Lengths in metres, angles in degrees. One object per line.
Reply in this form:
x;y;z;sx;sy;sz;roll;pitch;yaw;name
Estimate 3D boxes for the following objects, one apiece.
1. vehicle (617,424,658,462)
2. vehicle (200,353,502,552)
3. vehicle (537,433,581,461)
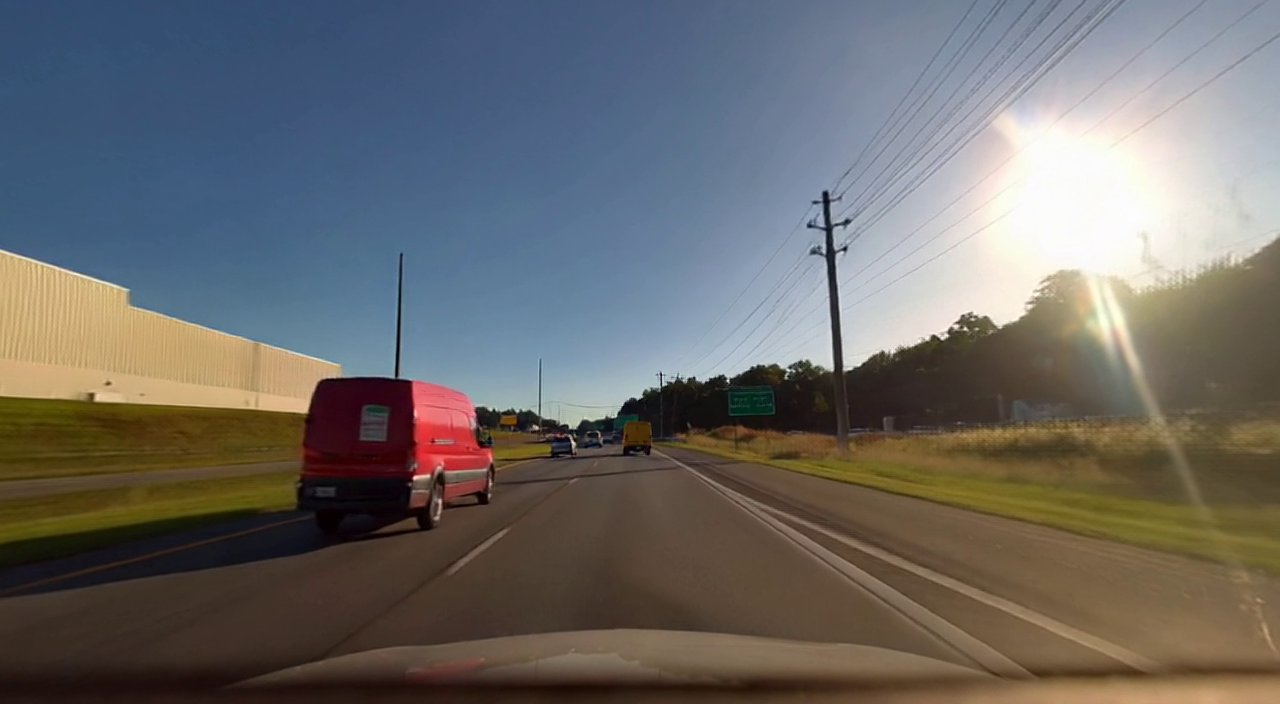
-0.170;5.229;36.283;2.213;1.997;4.456;0;-8;-1;vehicle
-4.152;1.597;10.622;2.388;2.410;5.787;0;-8;-1;vehicle
-4.653;5.544;36.865;2.058;1.557;4.125;0;-8;0;vehicle
